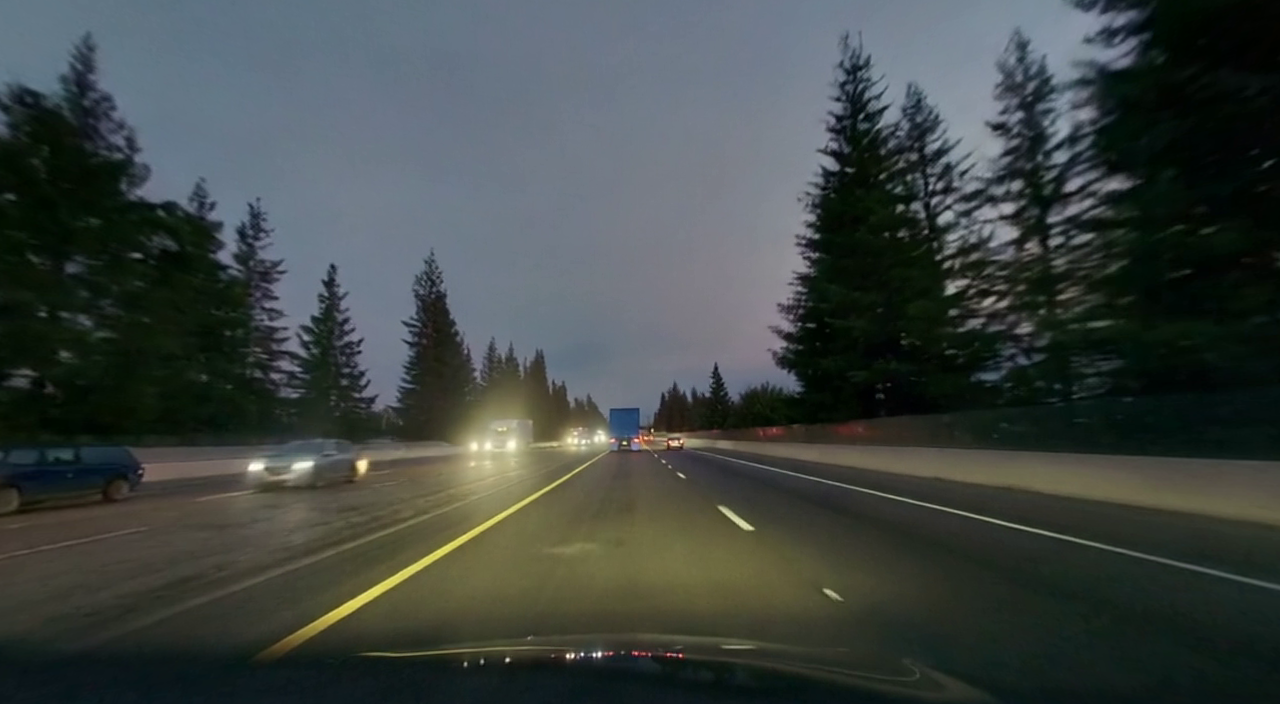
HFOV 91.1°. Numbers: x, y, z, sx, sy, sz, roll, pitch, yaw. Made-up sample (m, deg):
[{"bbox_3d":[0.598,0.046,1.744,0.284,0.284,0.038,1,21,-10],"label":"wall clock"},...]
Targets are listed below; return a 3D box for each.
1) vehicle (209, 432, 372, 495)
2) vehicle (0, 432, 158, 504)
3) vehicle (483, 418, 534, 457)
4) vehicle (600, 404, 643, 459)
[{"bbox_3d":[-9.261,2.952,17.207,1.949,1.471,4.555,0,-8,-2],"label":"vehicle"},{"bbox_3d":[-38.165,7.369,41.712,2.874,4.020,14.604,1,-8,-9],"label":"vehicle"},{"bbox_3d":[-10.029,6.603,48.558,2.568,2.809,6.308,0,-8,0],"label":"vehicle"},{"bbox_3d":[-1.192,4.984,39.188,2.450,3.098,6.965,0,-8,-2],"label":"vehicle"}]
